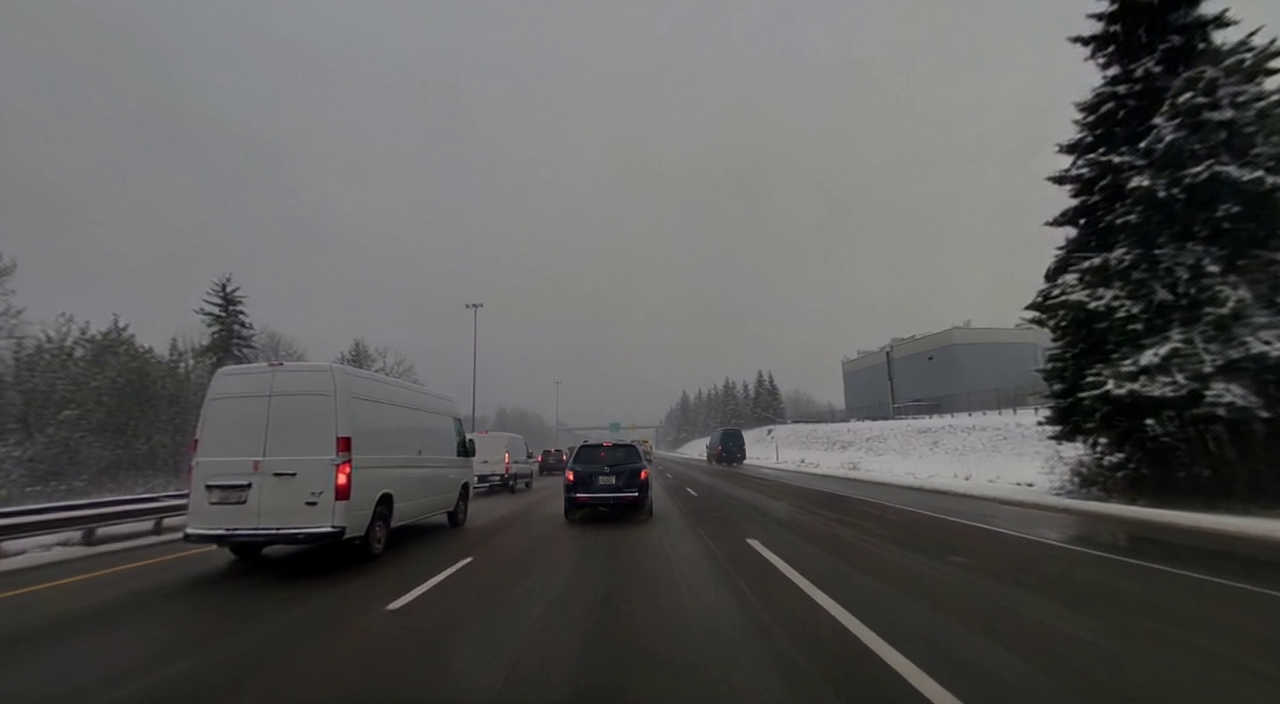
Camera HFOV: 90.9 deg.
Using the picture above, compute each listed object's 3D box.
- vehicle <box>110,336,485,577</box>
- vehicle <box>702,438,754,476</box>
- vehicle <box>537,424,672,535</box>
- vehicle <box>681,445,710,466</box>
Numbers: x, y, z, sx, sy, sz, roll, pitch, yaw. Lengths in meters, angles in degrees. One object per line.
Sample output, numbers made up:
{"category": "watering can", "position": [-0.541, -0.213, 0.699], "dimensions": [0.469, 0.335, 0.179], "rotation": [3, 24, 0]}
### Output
{"category": "vehicle", "position": [-4.579, 1.649, 10.372], "dimensions": [2.248, 2.626, 6.837], "rotation": [0, -9, 0]}
{"category": "vehicle", "position": [4.346, 5.277, 31.754], "dimensions": [2.003, 1.754, 4.134], "rotation": [0, -9, 0]}
{"category": "vehicle", "position": [-0.561, 2.278, 11.750], "dimensions": [2.093, 1.695, 3.782], "rotation": [0, -9, 0]}
{"category": "vehicle", "position": [4.185, 7.914, 48.132], "dimensions": [1.874, 1.512, 3.723], "rotation": [0, -9, -1]}
